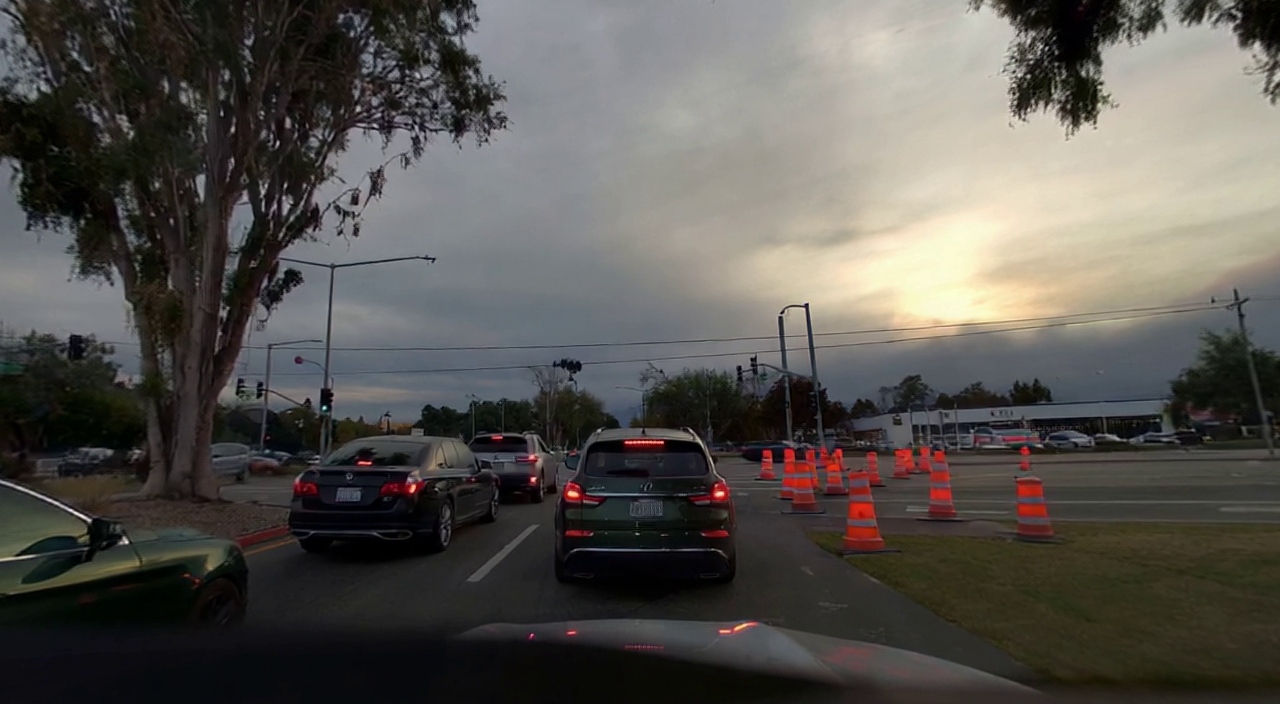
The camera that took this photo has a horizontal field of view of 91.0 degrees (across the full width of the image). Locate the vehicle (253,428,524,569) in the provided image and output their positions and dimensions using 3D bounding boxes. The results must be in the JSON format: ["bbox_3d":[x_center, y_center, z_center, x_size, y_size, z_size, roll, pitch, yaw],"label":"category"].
[{"bbox_3d":[-3.270,1.998,9.444,1.989,1.541,4.626,0,-9,2],"label":"vehicle"}]

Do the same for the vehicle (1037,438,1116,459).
[{"bbox_3d":[32.715,7.253,47.218,4.581,1.480,1.752,1,-9,0],"label":"vehicle"}]

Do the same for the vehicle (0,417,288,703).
[{"bbox_3d":[-3.588,0.949,2.144,1.964,1.497,4.722,0,-9,1],"label":"vehicle"}]

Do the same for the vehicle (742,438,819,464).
[{"bbox_3d":[9.295,6.568,41.787,4.805,1.688,1.923,-2,-9,14],"label":"vehicle"}]

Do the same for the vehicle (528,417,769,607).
[{"bbox_3d":[0.113,1.628,7.211,2.021,1.560,3.676,0,-9,1],"label":"vehicle"}]
